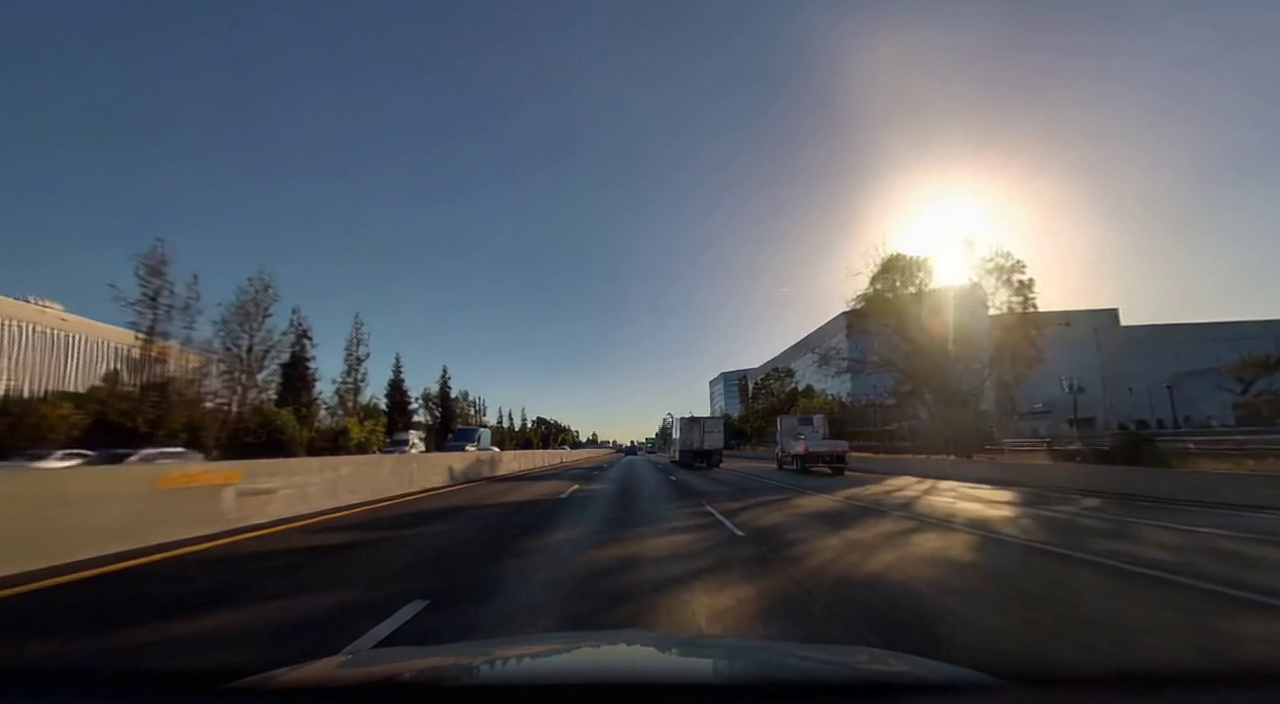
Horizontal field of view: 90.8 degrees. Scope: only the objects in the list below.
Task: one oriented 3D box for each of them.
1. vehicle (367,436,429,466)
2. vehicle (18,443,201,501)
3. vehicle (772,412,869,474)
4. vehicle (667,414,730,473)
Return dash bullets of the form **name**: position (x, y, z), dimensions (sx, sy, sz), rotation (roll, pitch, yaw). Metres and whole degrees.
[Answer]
- **vehicle**: position (-17.479, 7.194, 45.952), dimensions (2.330, 2.041, 5.234), rotation (0, -9, 1)
- **vehicle**: position (-14.040, 3.162, 17.022), dimensions (1.881, 1.385, 3.476), rotation (0, -9, -1)
- **vehicle**: position (10.615, 5.558, 38.460), dimensions (2.912, 3.293, 9.588), rotation (0, -9, -1)
- **vehicle**: position (3.263, 5.403, 37.125), dimensions (2.742, 3.054, 7.537), rotation (0, -9, -2)
